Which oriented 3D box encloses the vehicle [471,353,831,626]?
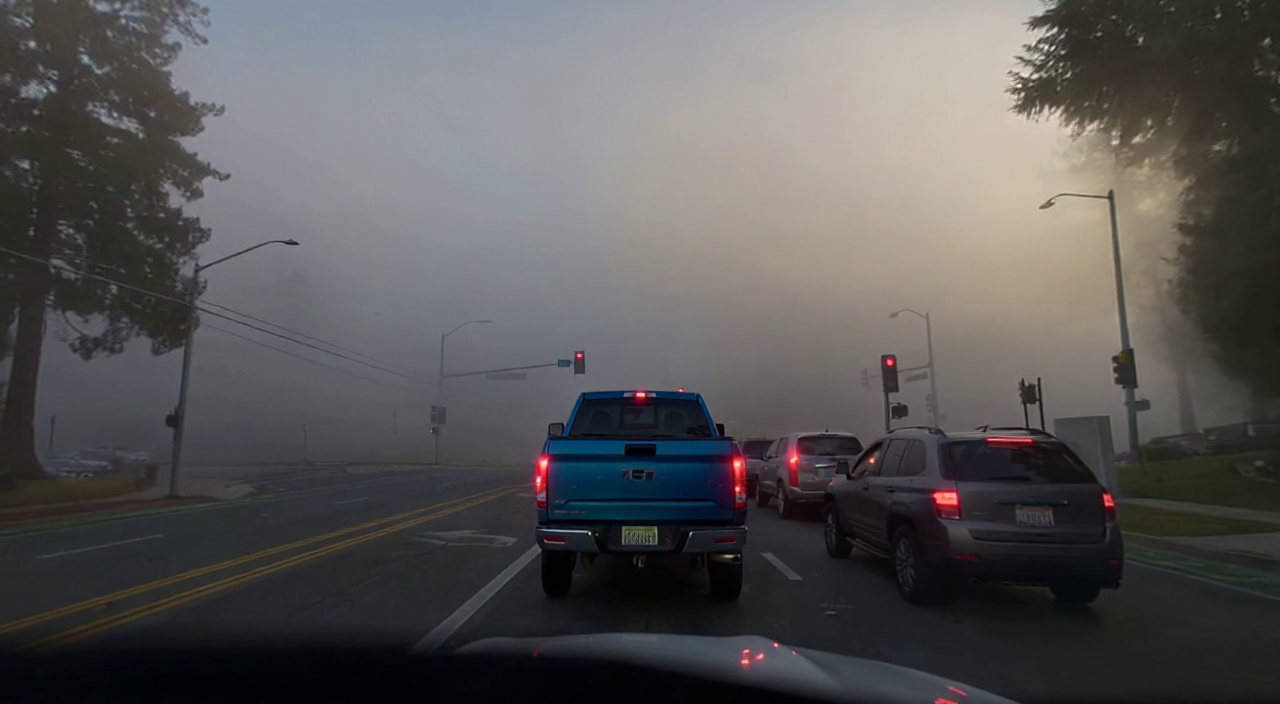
[{"bbox_3d":[0.102,1.403,7.439,2.636,2.011,5.425,0,-8,1],"label":"vehicle"}]

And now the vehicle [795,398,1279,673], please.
[{"bbox_3d":[3.332,1.502,6.495,2.155,1.667,5.162,0,-8,0],"label":"vehicle"}]

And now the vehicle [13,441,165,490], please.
[{"bbox_3d":[-21.741,4.467,25.199,2.062,1.764,4.508,0,-8,-2],"label":"vehicle"}]
